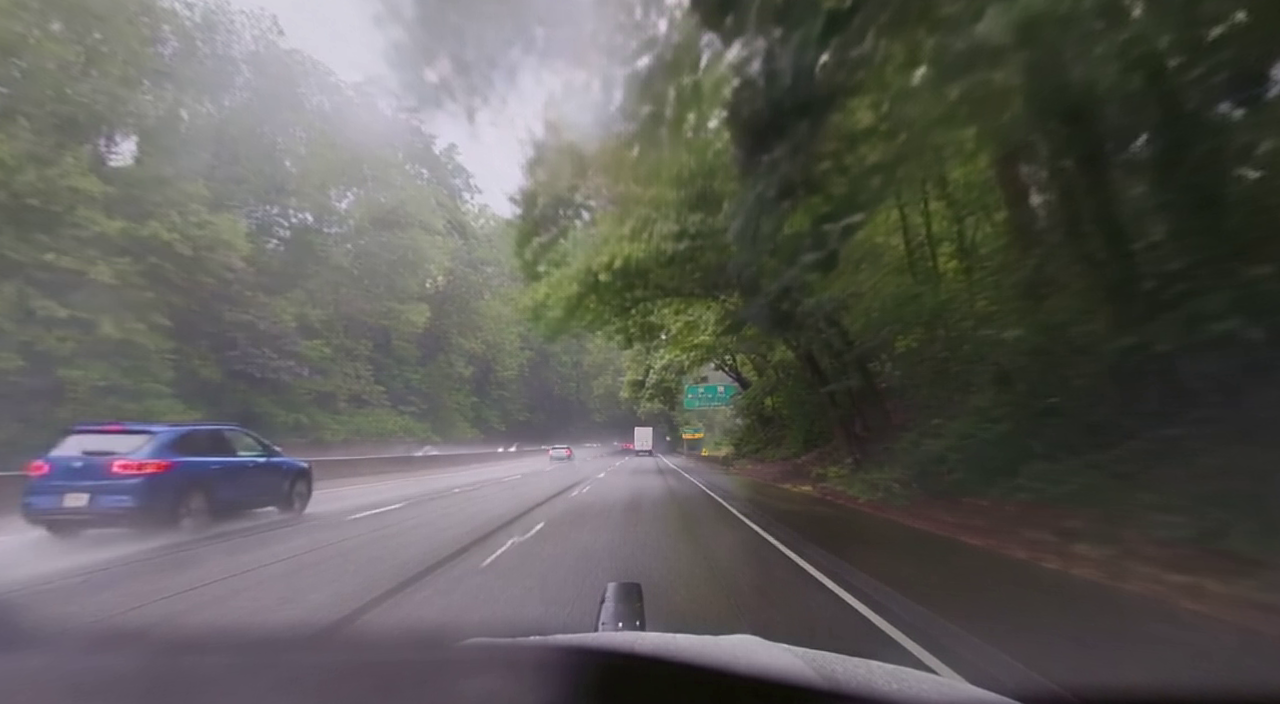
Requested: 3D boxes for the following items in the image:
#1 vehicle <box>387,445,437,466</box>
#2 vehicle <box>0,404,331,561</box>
[{"bbox_3d":[-17.515,7.995,48.660,2.002,1.515,4.650,0,-8,1],"label":"vehicle"},{"bbox_3d":[-7.119,1.860,9.720,2.253,1.815,4.618,0,-8,1],"label":"vehicle"}]
